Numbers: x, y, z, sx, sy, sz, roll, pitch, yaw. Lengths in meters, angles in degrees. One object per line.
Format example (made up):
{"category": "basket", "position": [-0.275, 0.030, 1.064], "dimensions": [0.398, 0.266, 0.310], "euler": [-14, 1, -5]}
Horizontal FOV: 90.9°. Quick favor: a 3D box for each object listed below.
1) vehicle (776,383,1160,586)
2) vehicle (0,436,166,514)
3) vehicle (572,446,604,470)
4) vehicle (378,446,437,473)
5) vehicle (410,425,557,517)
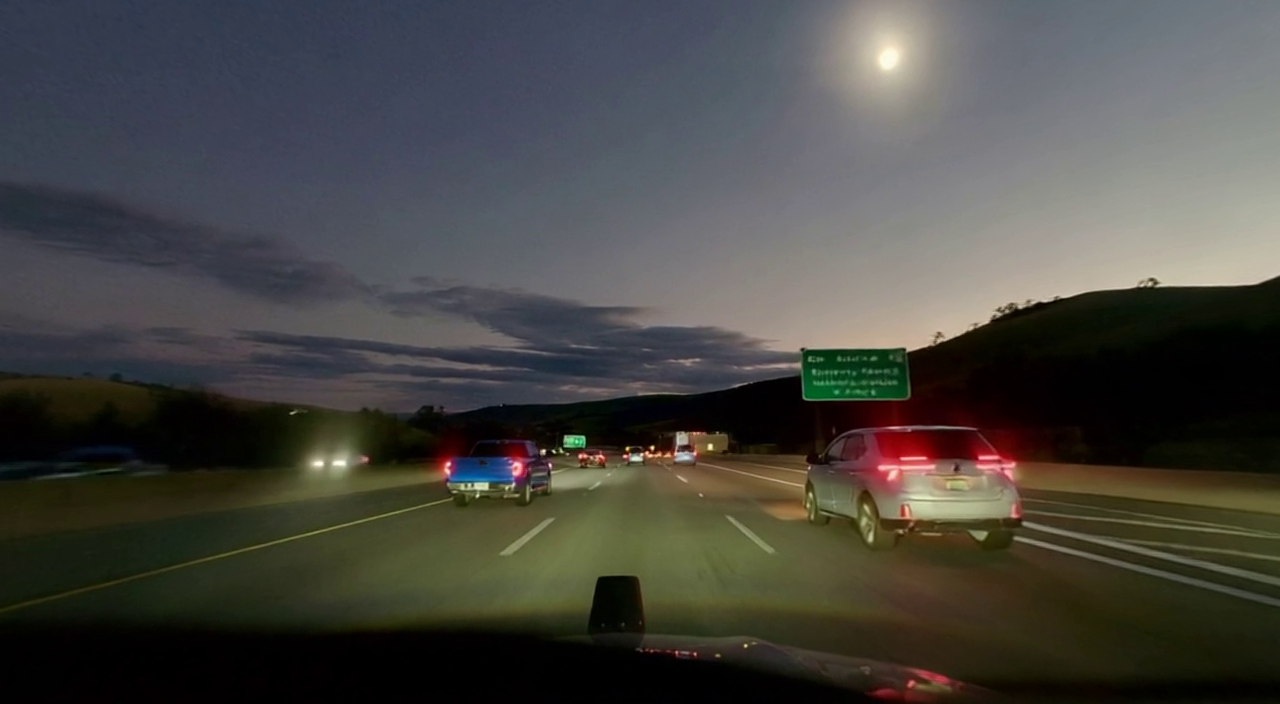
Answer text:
{"category": "vehicle", "position": [3.784, 1.686, 8.979], "dimensions": [2.424, 1.952, 5.611], "euler": [0, -8, 0]}
{"category": "vehicle", "position": [-13.199, 2.679, 14.221], "dimensions": [1.767, 1.477, 4.081], "euler": [0, -8, 1]}
{"category": "vehicle", "position": [-4.027, 8.287, 49.535], "dimensions": [2.235, 1.785, 4.386], "euler": [0, -8, -1]}
{"category": "vehicle", "position": [-18.112, 8.386, 49.511], "dimensions": [2.258, 1.967, 6.142], "euler": [0, -8, 0]}
{"category": "vehicle", "position": [-3.571, 2.826, 15.608], "dimensions": [2.227, 1.853, 5.161], "euler": [0, -8, 1]}
